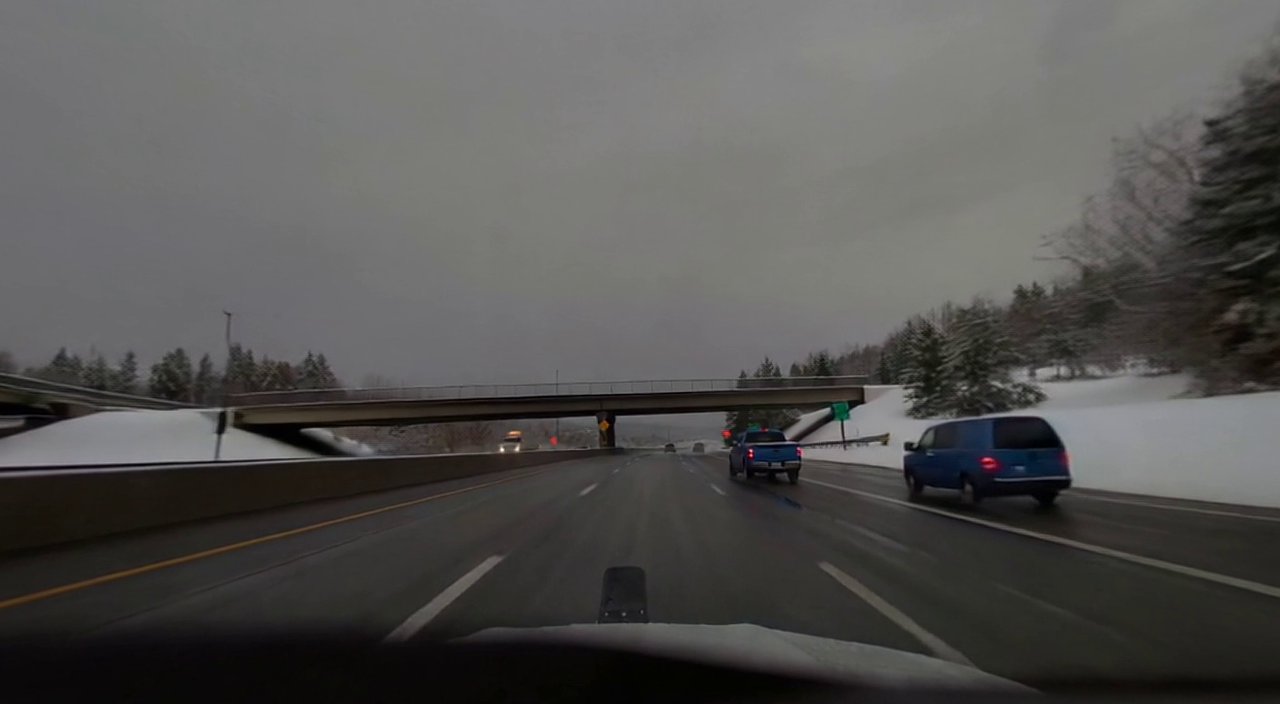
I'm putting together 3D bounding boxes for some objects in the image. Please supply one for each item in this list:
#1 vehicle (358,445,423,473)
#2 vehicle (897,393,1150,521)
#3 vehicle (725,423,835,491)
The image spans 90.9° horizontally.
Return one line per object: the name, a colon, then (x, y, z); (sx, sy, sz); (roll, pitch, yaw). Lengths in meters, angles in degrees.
vehicle: (-14.003, 6.010, 35.682); (1.814, 1.494, 4.167); (-1, -9, 2)
vehicle: (8.109, 2.318, 14.266); (2.229, 2.317, 5.399); (0, -9, 0)
vehicle: (4.611, 3.595, 21.884); (2.505, 2.020, 5.532); (0, -9, -1)
